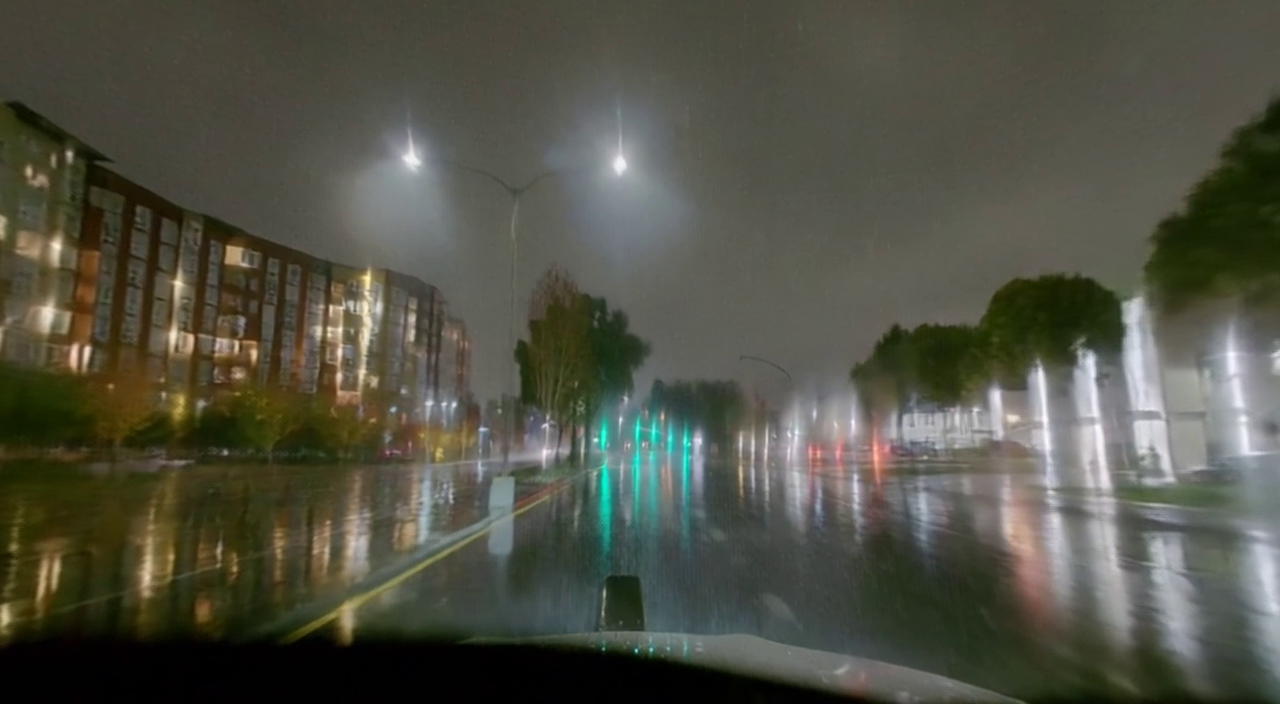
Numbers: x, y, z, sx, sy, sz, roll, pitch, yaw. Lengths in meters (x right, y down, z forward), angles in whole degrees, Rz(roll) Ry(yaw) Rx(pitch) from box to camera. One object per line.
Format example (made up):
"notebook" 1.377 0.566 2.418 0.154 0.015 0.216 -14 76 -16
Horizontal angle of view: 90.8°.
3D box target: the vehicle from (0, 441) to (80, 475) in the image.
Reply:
"vehicle" -29.890 5.015 29.965 4.693 1.572 1.999 0 -9 0

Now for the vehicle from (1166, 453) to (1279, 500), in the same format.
"vehicle" 20.519 4.080 20.946 4.363 1.427 1.963 0 -9 0
